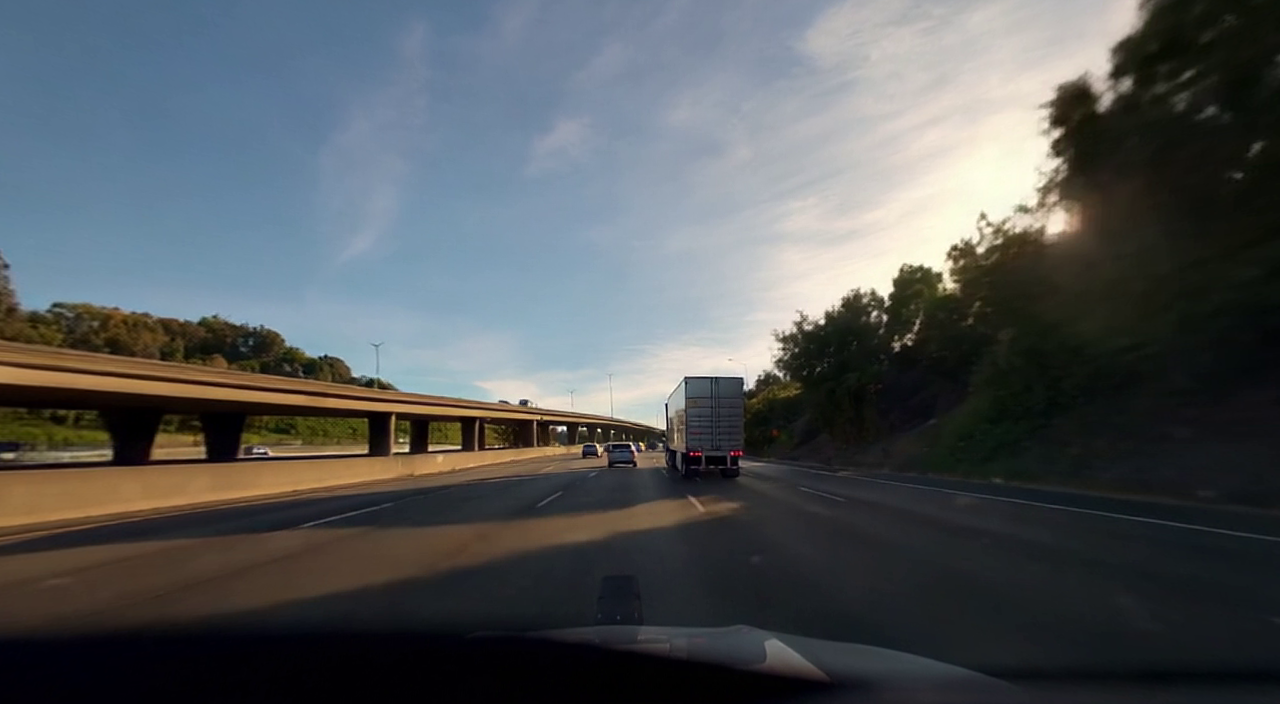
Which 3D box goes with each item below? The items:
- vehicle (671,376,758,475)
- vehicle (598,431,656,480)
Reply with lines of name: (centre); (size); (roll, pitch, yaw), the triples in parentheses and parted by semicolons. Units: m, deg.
vehicle: (3.341, 3.779, 31.260); (2.964, 4.063, 10.072); (0, -8, 0)
vehicle: (-0.434, 4.055, 24.889); (2.077, 1.716, 4.514); (0, -9, 1)
